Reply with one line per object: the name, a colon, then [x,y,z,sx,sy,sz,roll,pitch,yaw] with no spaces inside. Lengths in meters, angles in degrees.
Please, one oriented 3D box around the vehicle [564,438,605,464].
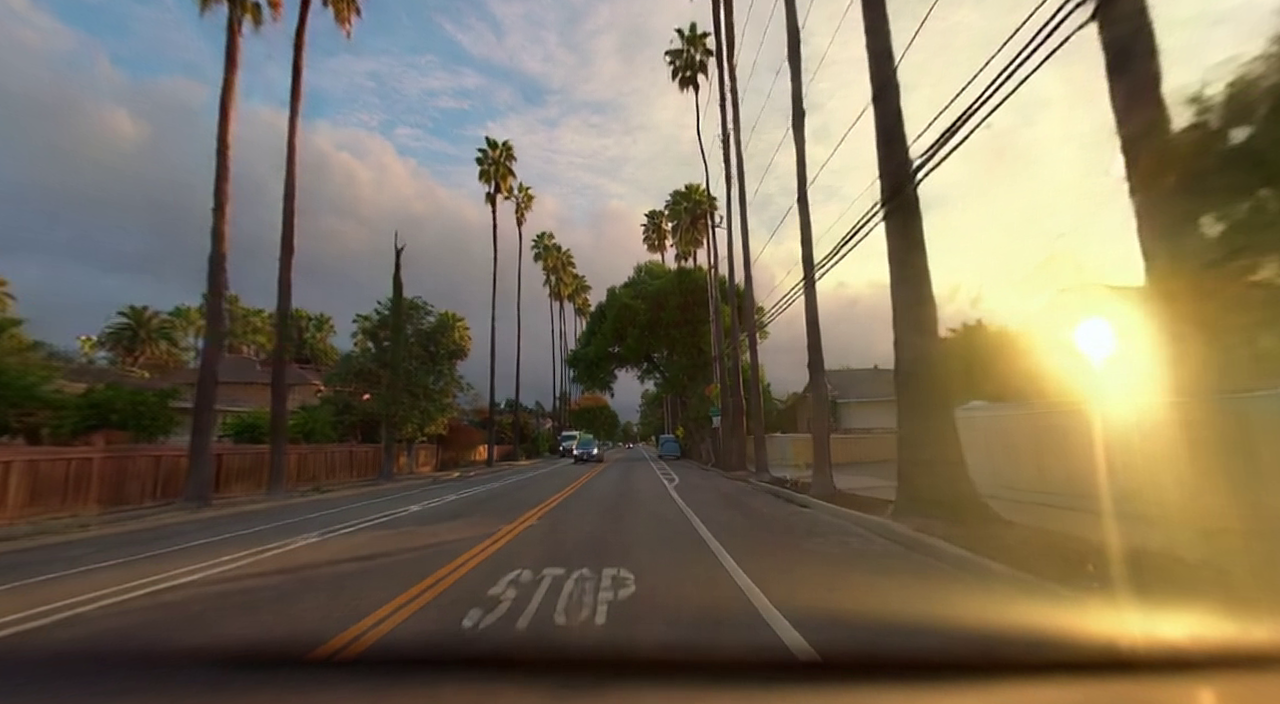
vehicle: [-3.844,6.913,44.452,2.336,1.669,5.581,0,-8,0]
